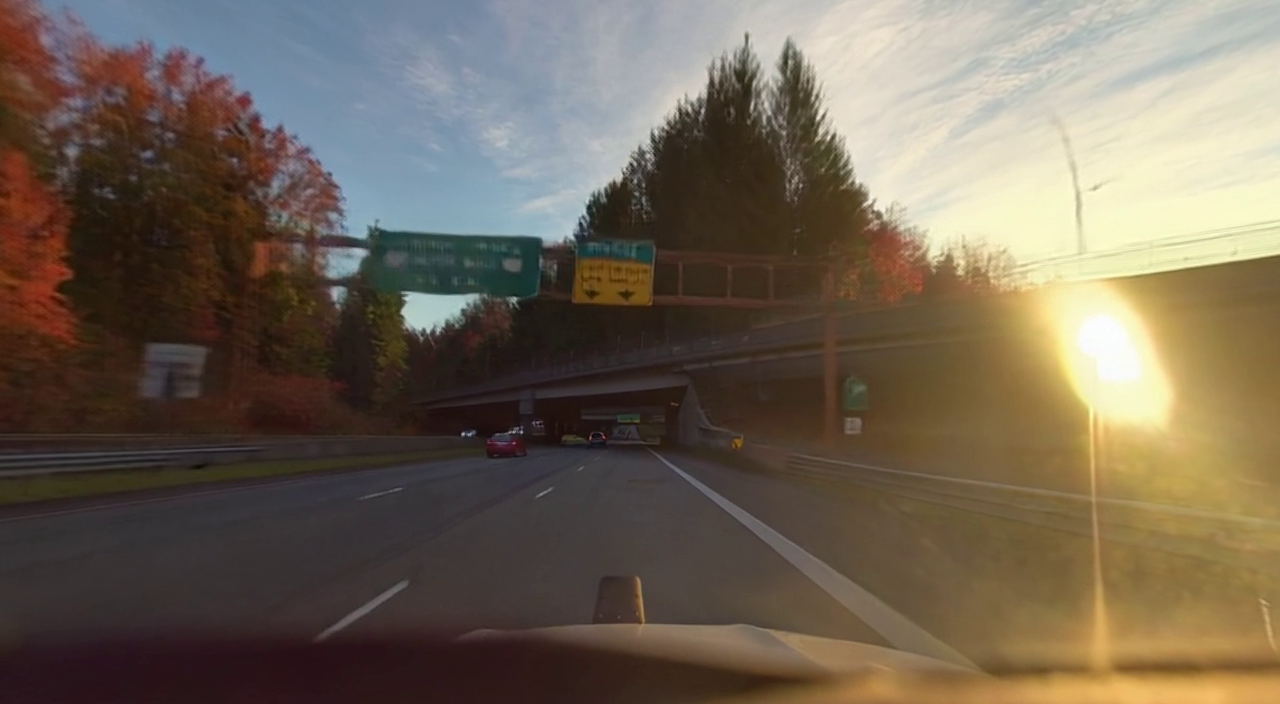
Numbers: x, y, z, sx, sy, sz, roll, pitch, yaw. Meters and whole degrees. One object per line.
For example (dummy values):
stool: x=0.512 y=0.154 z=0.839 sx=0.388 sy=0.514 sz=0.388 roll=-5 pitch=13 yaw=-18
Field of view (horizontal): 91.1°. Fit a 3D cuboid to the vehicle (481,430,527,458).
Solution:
vehicle: x=-8.584 y=5.812 z=40.066 sx=1.987 sy=1.677 sz=4.580 roll=0 pitch=-8 yaw=0
